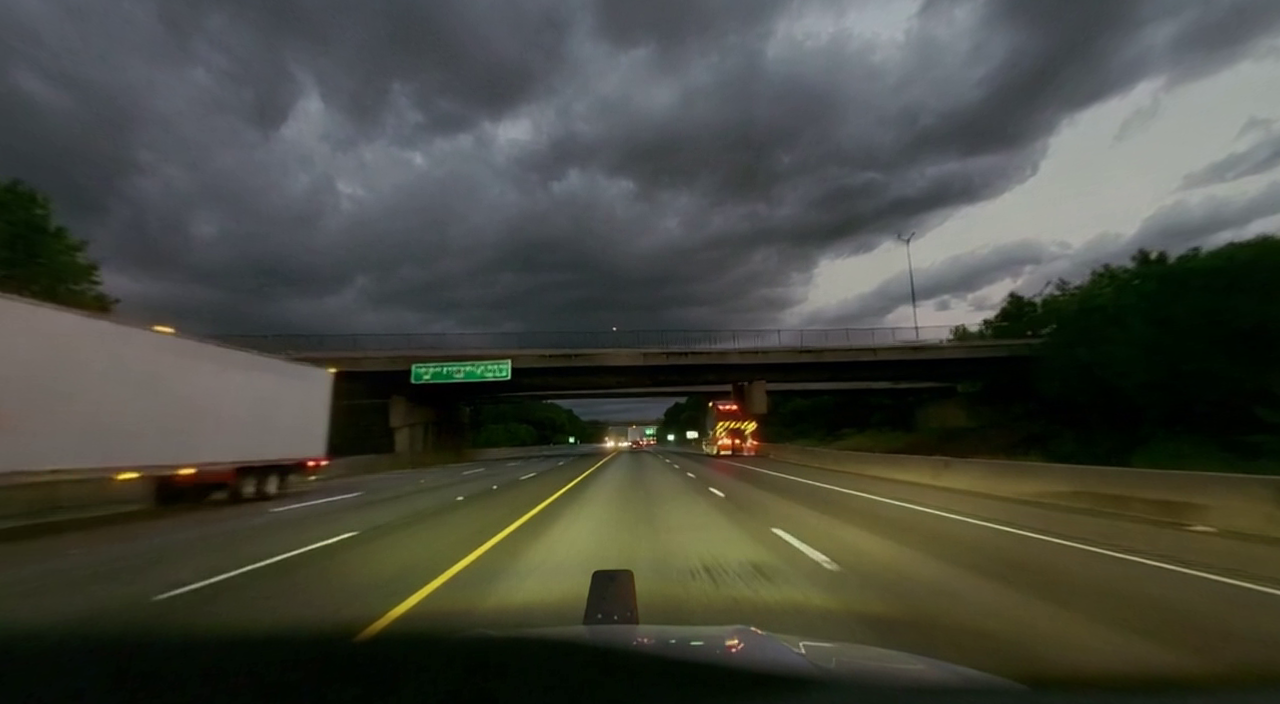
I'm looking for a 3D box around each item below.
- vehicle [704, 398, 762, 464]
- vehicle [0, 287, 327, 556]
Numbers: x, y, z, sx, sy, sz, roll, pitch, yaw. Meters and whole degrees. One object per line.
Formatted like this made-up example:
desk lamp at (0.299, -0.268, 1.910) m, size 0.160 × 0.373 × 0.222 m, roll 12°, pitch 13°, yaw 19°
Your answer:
vehicle at (5.788, 5.123, 40.351) m, size 2.867 × 3.751 × 7.735 m, roll -1°, pitch -8°, yaw 3°
vehicle at (-10.898, 1.481, 12.446) m, size 2.872 × 3.937 × 12.888 m, roll 0°, pitch -8°, yaw 0°
